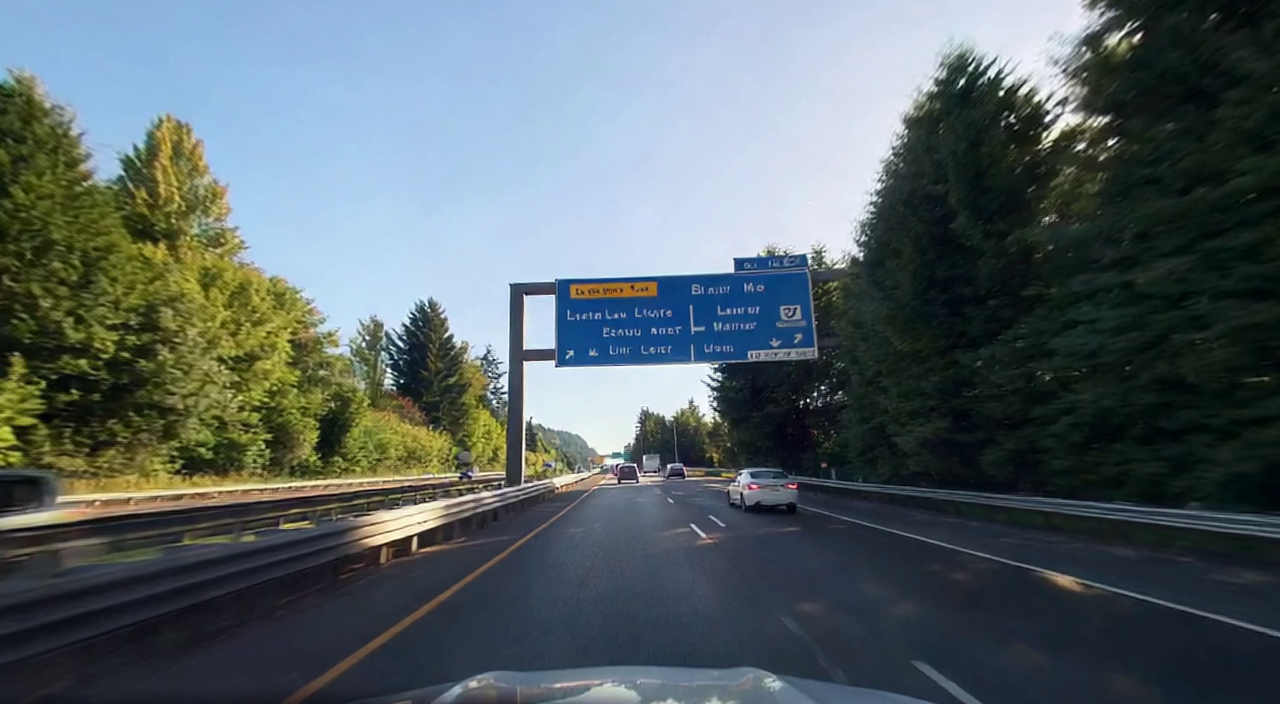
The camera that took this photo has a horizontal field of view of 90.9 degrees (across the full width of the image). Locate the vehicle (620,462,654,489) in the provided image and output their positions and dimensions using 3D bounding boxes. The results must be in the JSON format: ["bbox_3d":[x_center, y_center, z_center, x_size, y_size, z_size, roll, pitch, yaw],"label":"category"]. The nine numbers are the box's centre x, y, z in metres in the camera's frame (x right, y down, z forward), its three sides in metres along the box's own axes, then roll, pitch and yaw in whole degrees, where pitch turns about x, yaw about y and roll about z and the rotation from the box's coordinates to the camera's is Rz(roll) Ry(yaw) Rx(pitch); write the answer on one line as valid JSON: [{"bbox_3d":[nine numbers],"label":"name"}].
[{"bbox_3d":[-0.229,7.465,38.256,1.980,1.483,3.865,1,-10,-1],"label":"vehicle"}]

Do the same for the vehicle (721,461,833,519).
[{"bbox_3d":[3.775,3.932,18.370,2.018,1.426,4.941,1,-10,-2],"label":"vehicle"}]
